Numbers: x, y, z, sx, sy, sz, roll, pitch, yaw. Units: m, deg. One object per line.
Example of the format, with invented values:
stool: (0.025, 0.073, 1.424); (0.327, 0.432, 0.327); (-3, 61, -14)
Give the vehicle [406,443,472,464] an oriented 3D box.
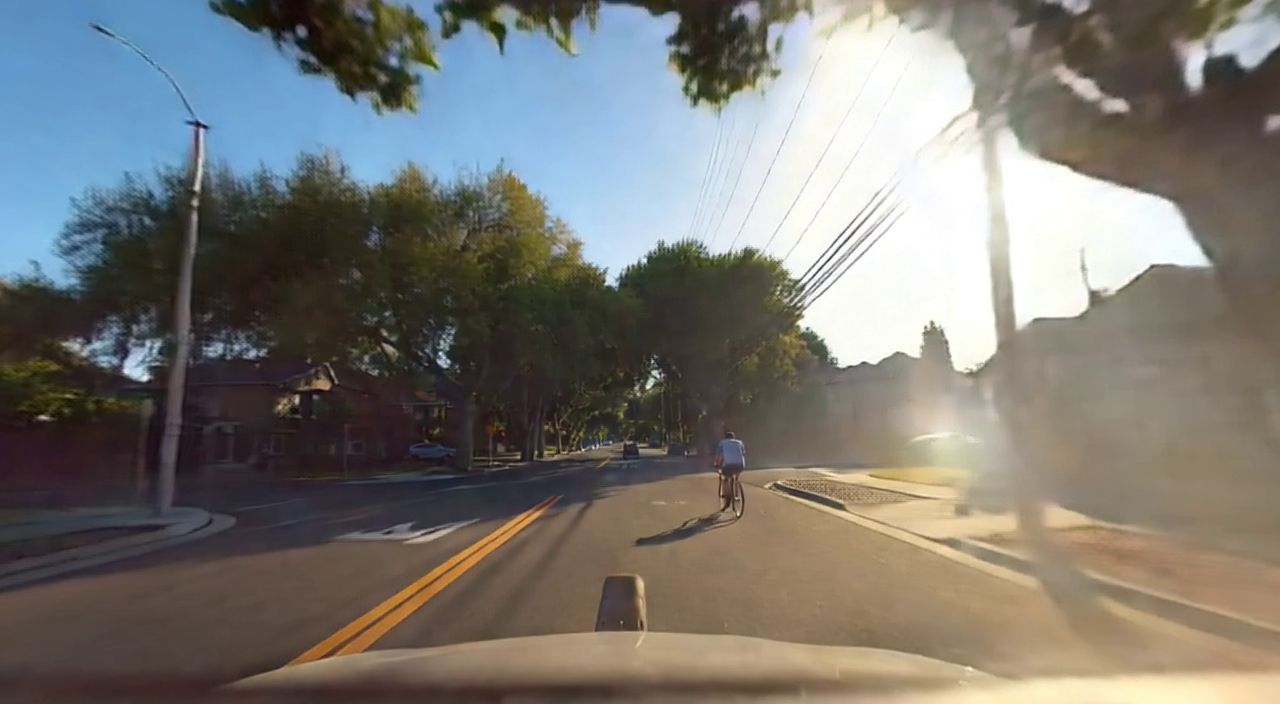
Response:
vehicle: (-14.472, 7.321, 45.597); (4.143, 1.480, 1.755); (0, -8, -2)
